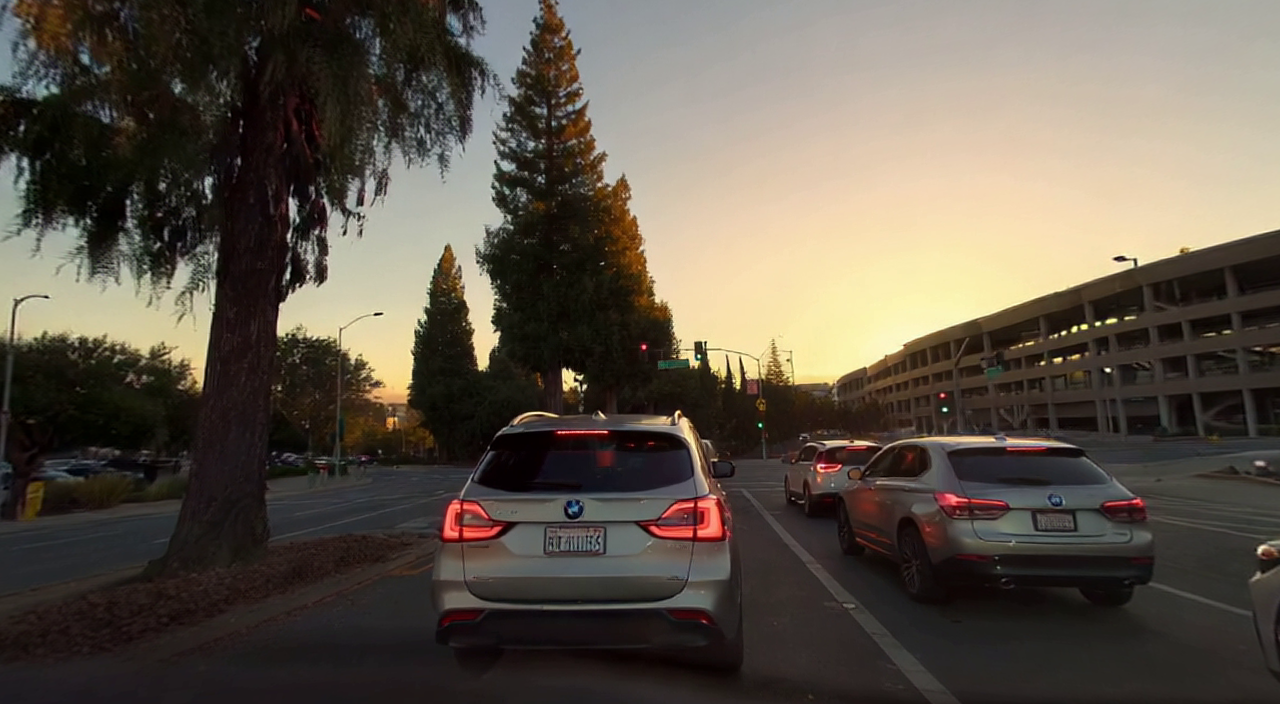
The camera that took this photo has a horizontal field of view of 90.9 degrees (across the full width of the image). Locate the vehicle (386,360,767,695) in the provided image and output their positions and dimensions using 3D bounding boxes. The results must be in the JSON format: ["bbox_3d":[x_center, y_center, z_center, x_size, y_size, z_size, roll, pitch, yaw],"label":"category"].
[{"bbox_3d":[-0.211,1.235,5.563,2.021,1.742,4.295,-1,-8,4],"label":"vehicle"}]

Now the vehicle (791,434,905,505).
[{"bbox_3d":[5.330,3.033,16.720,1.994,1.638,4.100,-1,-9,6],"label":"vehicle"}]

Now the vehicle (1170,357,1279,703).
[{"bbox_3d":[4.059,0.600,1.113,1.993,1.719,4.953,0,-8,1],"label":"vehicle"}]

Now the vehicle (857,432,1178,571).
[{"bbox_3d":[4.899,1.967,9.184,1.963,1.480,4.553,0,-8,2],"label":"vehicle"}]
